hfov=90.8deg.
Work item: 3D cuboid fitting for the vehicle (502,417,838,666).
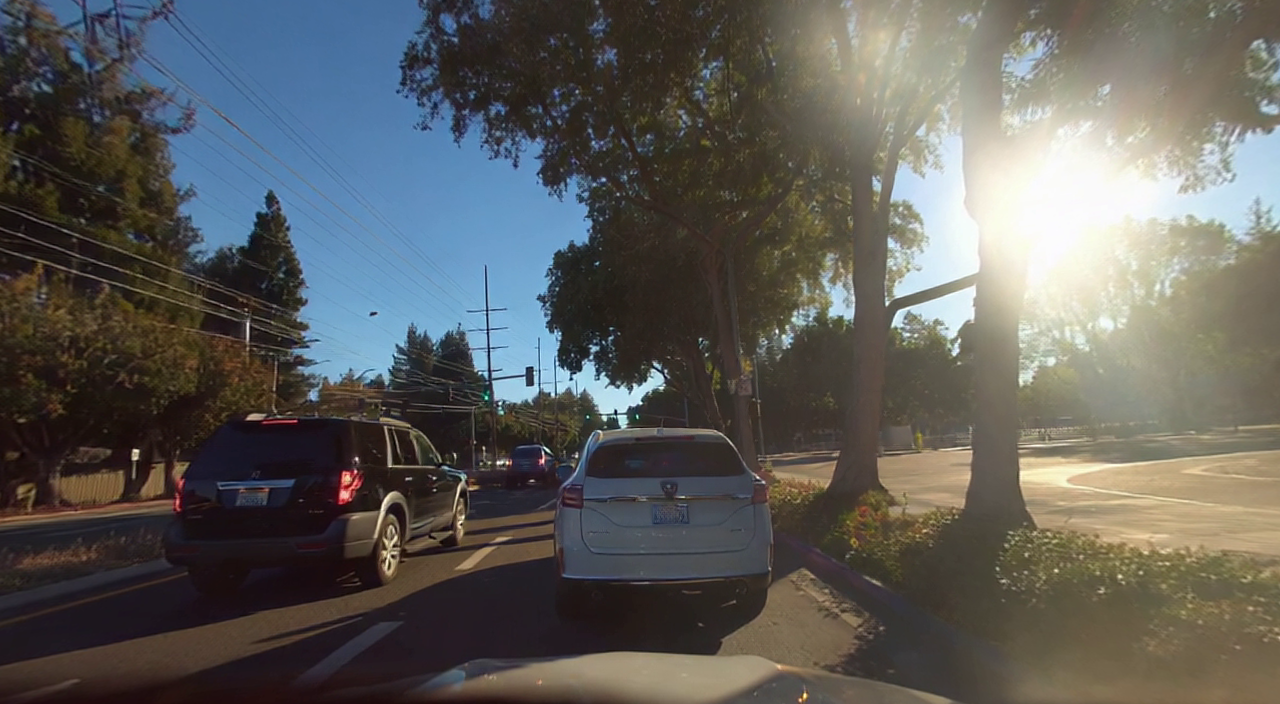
[{"bbox_3d":[0.118,1.457,5.939,2.056,1.487,4.003,0,-9,-2],"label":"vehicle"}]

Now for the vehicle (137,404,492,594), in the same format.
[{"bbox_3d":[-3.473,1.655,7.962,2.105,1.706,4.337,0,-9,0],"label":"vehicle"}]

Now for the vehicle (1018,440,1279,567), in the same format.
[{"bbox_3d":[8.380,2.162,9.920,1.993,1.508,4.521,0,-9,-1],"label":"vehicle"}]
